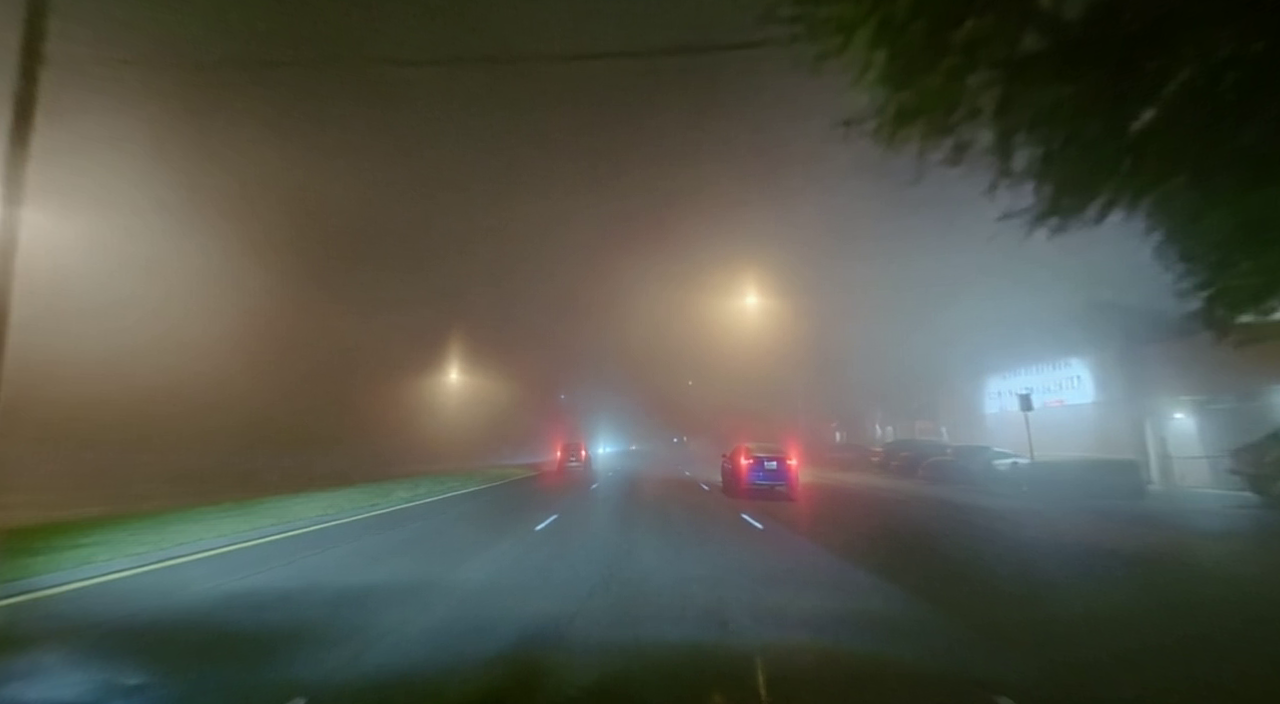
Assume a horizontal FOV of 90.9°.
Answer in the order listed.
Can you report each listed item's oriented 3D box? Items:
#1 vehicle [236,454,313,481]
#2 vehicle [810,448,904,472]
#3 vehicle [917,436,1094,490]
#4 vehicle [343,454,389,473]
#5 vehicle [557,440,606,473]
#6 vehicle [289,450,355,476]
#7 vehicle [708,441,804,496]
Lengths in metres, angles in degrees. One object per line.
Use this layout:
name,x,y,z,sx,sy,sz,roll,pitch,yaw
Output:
vehicle,-21.606,6.811,37.457,1.799,1.465,4.390,-1,-9,2
vehicle,12.814,6.403,37.406,4.757,1.327,2.062,0,-8,-2
vehicle,13.583,4.119,23.629,5.342,1.867,2.147,1,-8,-6
vehicle,-21.596,8.802,49.834,1.838,1.351,3.904,0,-9,0
vehicle,-3.026,5.531,33.505,2.113,1.626,4.129,0,-9,1
vehicle,-21.603,7.573,43.080,2.029,1.636,4.549,0,-9,2
vehicle,3.387,3.503,19.371,2.083,1.474,4.360,0,-9,-1
